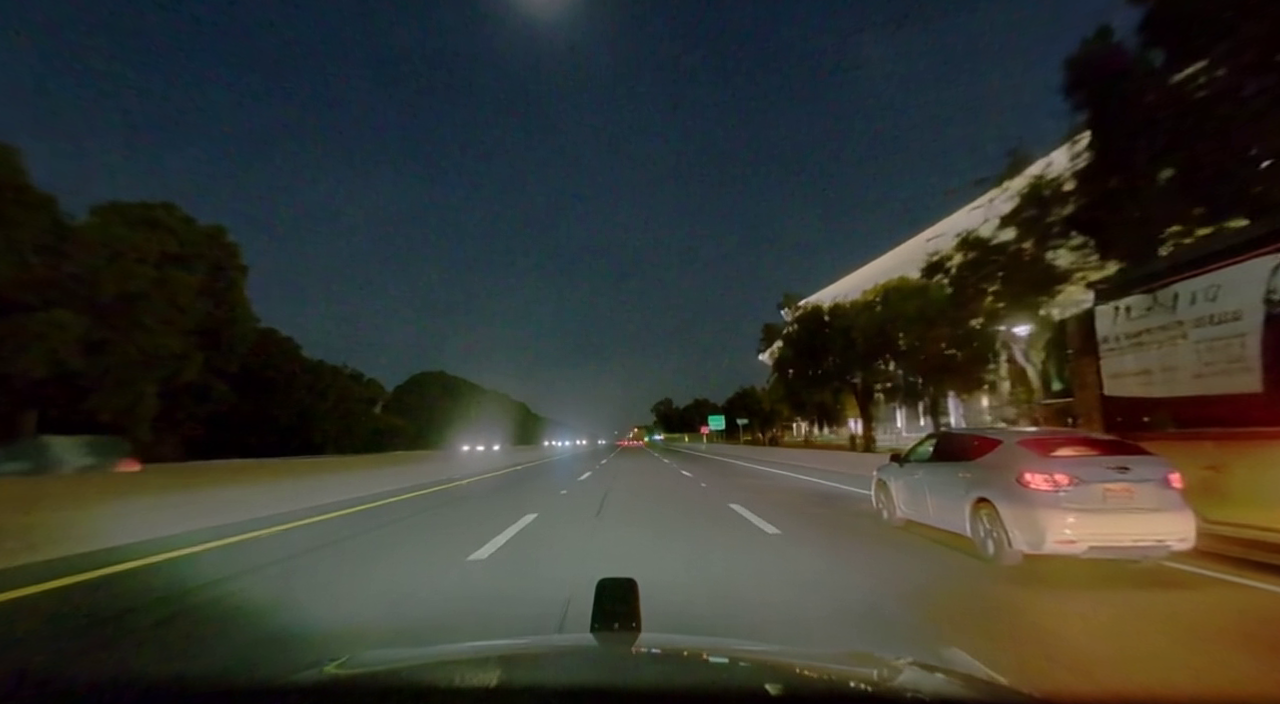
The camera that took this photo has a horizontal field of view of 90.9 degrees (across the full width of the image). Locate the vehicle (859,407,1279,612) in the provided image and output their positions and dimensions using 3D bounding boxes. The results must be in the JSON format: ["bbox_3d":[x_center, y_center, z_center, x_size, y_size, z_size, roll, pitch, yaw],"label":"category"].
[{"bbox_3d":[4.454,1.544,7.303,2.095,1.587,4.638,0,-8,-1],"label":"vehicle"}]

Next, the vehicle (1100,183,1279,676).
[{"bbox_3d":[4.581,0.282,2.407,2.370,2.579,4.127,0,-8,-1],"label":"vehicle"}]
